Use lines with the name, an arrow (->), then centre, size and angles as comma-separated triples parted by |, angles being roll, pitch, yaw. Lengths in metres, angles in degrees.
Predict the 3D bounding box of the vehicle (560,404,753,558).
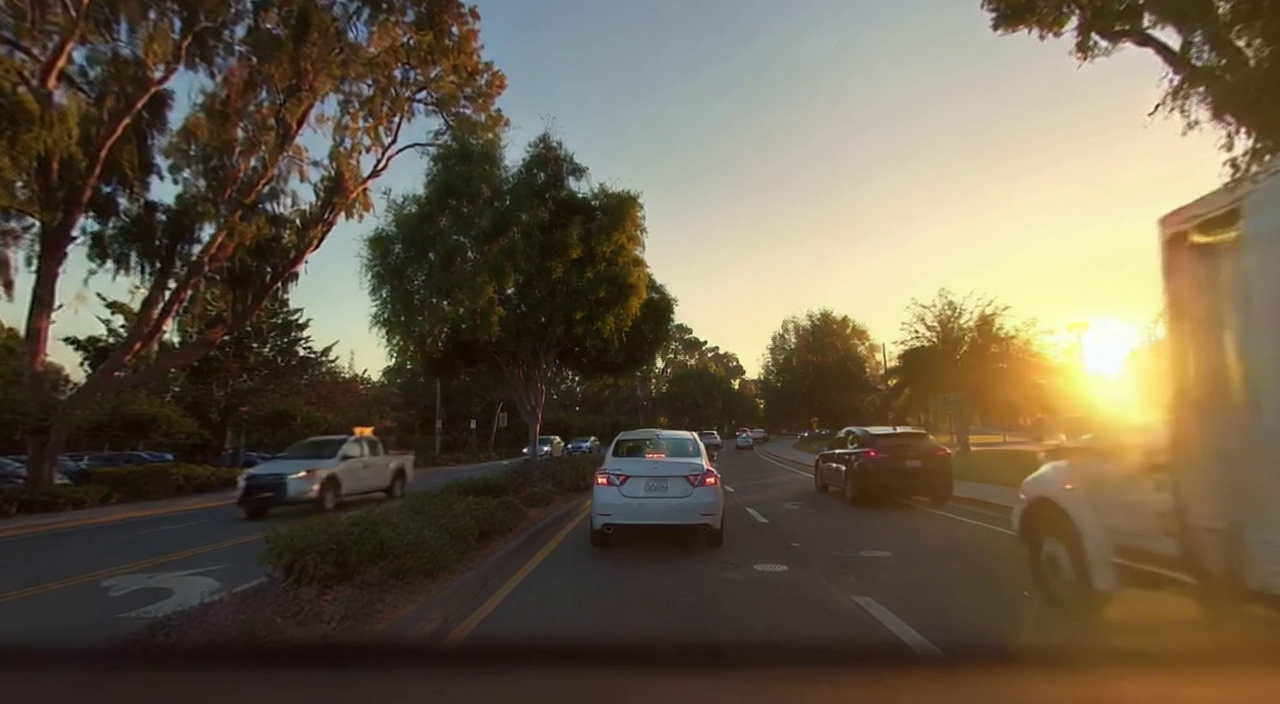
vehicle -> 0.212, 1.748, 9.204 | 2.154, 1.710, 4.128 | -1, -8, 1

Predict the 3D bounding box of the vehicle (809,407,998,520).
vehicle -> 5.098, 2.223, 13.098 | 2.059, 1.864, 4.700 | 1, -8, 2

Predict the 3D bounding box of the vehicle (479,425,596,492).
vehicle -> -2.949, 3.228, 19.480 | 2.057, 1.786, 4.725 | -2, -8, 11

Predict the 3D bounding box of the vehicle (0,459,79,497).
vehicle -> -27.363, 5.575, 27.579 | 4.272, 1.438, 1.801 | -5, -9, 8

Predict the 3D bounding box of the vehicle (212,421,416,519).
vehicle -> -7.072, 2.596, 14.387 | 2.051, 1.843, 4.469 | -1, -8, 4

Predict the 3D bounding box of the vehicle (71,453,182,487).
vehicle -> -26.765, 6.149, 32.956 | 4.256, 1.633, 1.940 | -1, -8, 7
